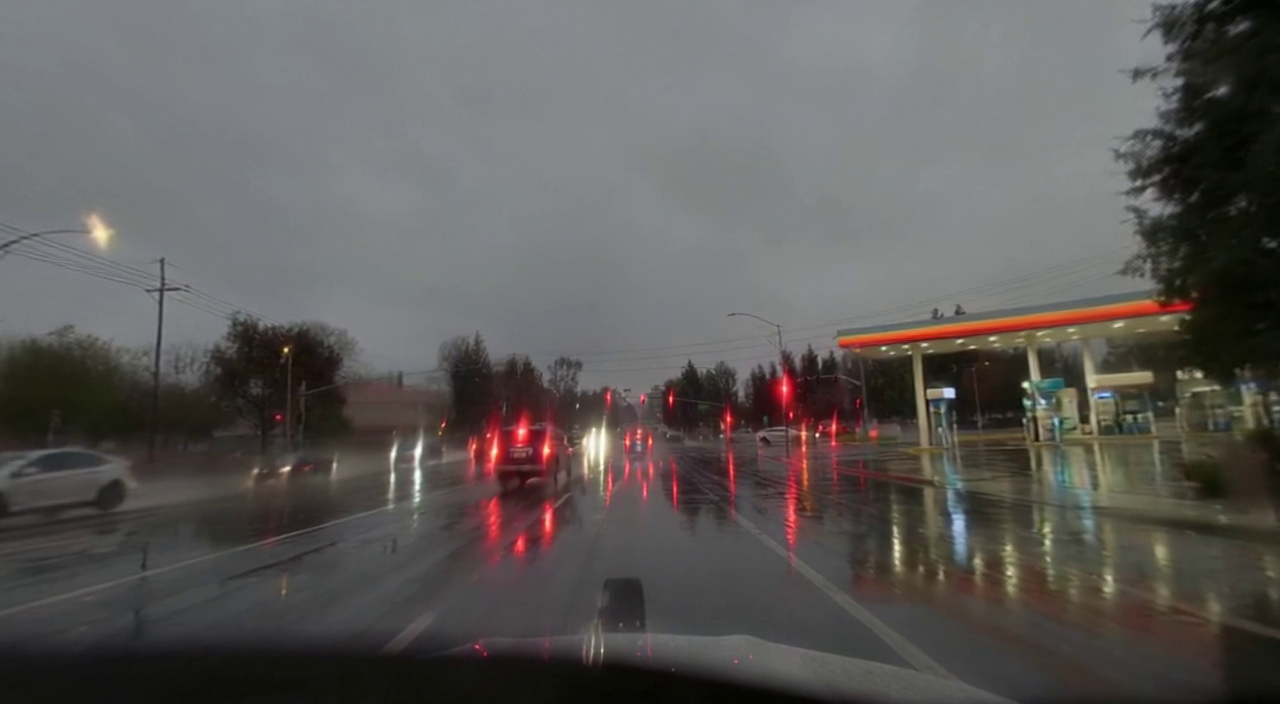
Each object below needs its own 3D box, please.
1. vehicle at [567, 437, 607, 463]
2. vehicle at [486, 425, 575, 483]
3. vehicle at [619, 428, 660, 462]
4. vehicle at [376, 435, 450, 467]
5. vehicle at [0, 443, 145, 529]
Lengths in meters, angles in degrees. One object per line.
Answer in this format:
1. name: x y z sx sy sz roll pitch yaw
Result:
1. vehicle: -3.102 5.880 37.959 1.881 1.424 4.098 0 -9 2
2. vehicle: -3.478 3.359 20.994 2.096 1.718 4.266 0 -9 1
3. vehicle: 0.036 5.442 36.907 2.224 1.819 5.005 0 -8 1
4. vehicle: -14.004 6.157 39.458 2.238 1.872 5.625 -1 -9 4
5. vehicle: -13.527 2.811 13.572 1.981 1.671 4.598 0 -9 1
